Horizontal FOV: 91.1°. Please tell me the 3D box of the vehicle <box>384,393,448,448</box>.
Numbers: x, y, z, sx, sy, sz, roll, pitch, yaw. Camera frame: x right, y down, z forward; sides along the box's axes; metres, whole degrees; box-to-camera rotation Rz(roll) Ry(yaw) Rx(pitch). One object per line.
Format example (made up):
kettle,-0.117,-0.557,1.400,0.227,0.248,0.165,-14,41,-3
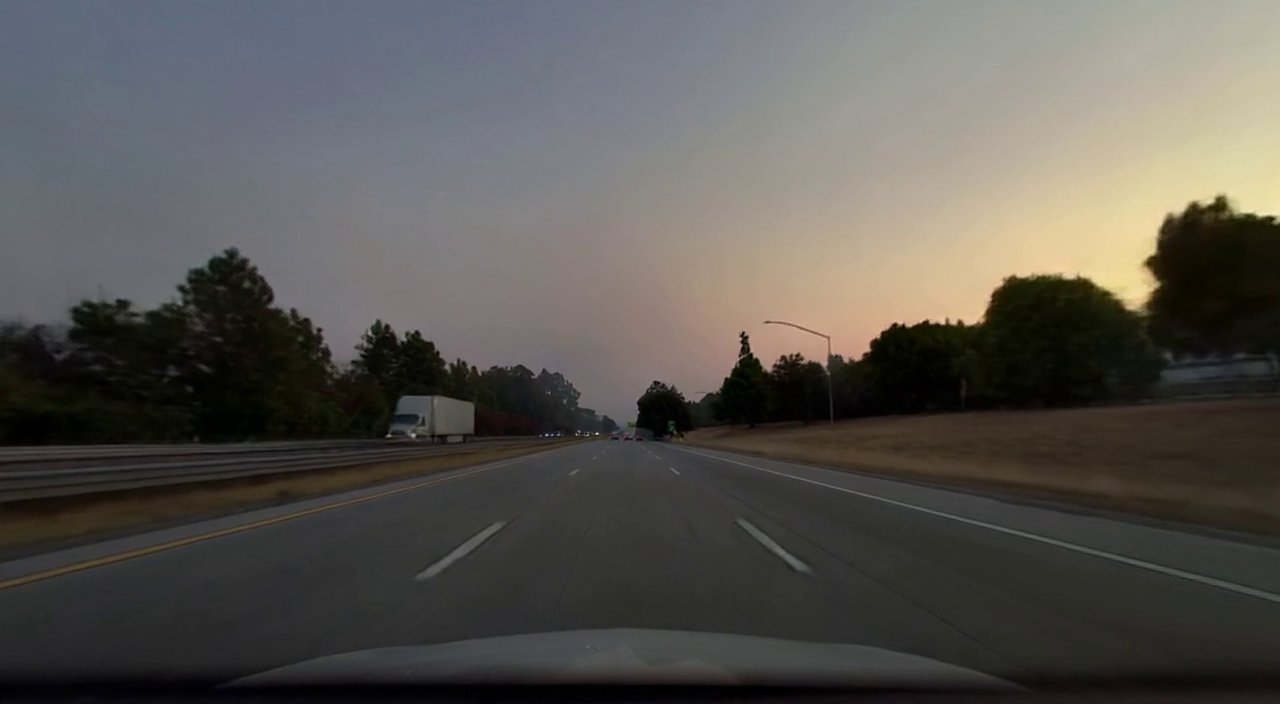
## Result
vehicle,-17.215,5.379,48.774,2.945,3.994,5.608,1,-7,-2
